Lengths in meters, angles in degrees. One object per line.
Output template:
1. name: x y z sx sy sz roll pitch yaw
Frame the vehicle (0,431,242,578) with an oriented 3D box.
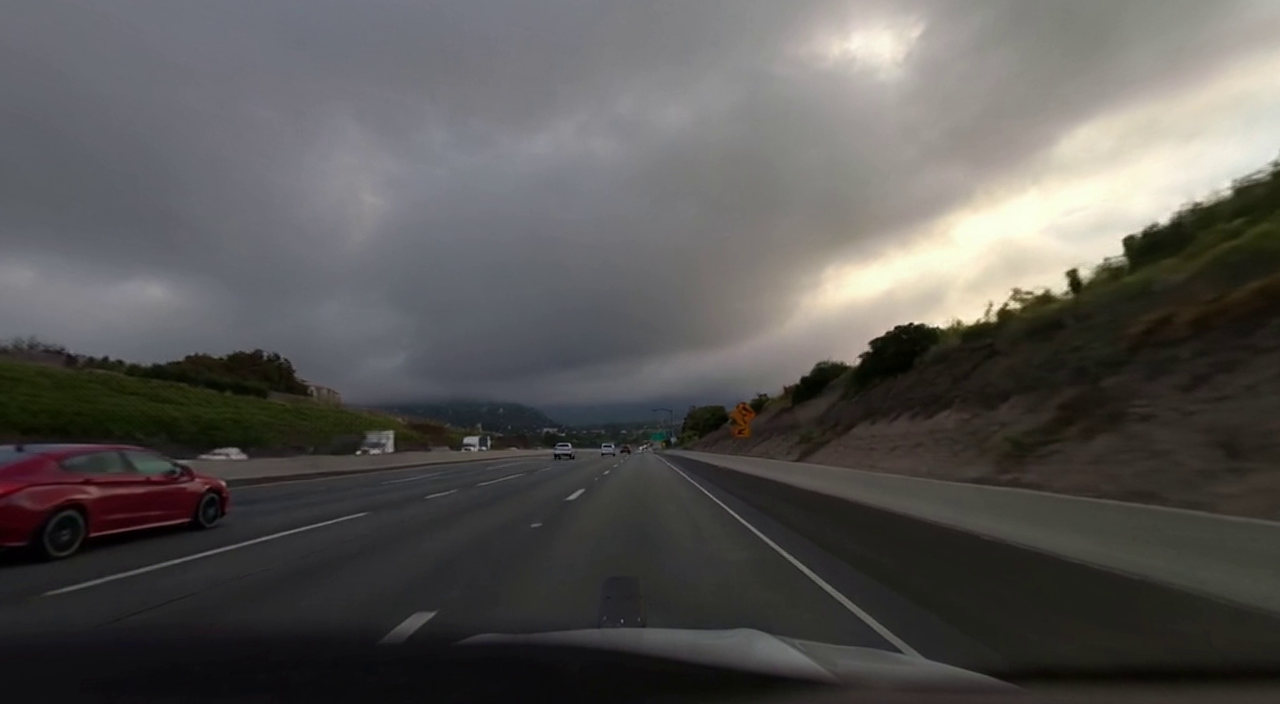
1. vehicle: -7.433 1.754 7.770 1.949 1.465 4.563 0 -8 1
